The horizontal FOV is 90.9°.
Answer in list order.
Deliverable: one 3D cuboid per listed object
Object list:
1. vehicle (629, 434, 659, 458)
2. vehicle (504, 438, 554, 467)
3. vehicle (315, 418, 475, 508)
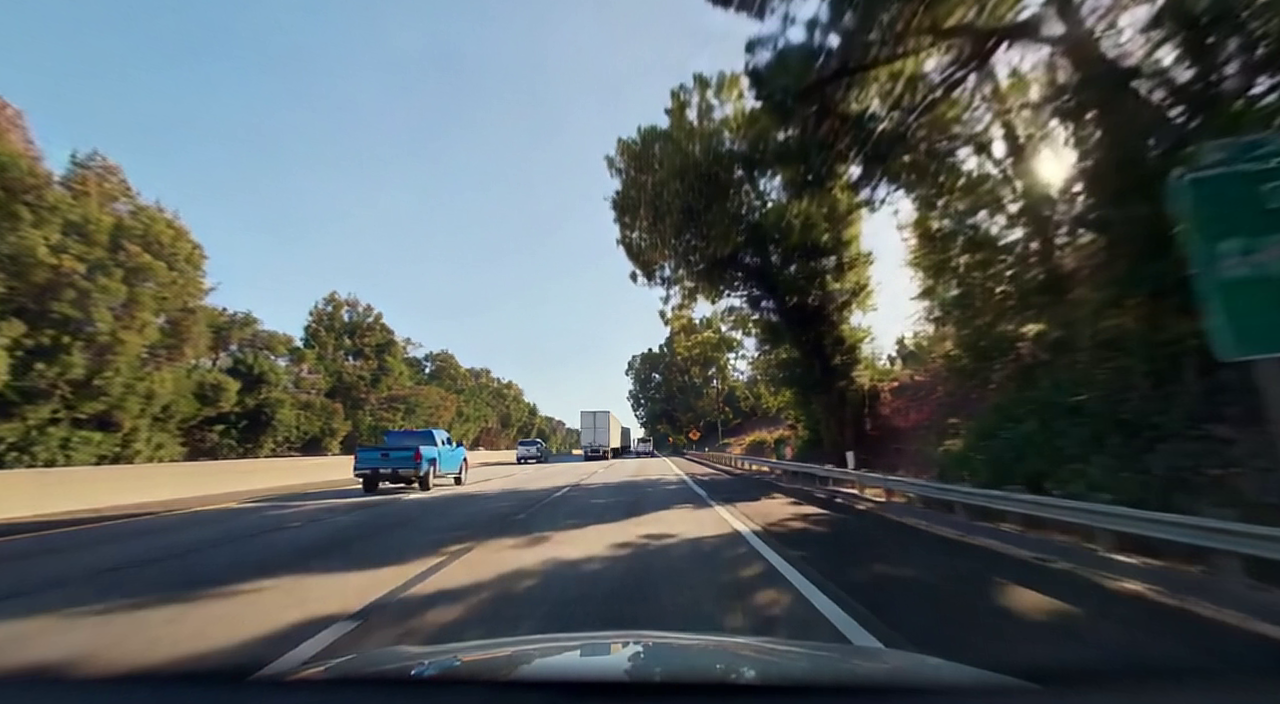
[{"bbox_3d":[0.264,6.874,46.158,2.072,1.630,4.529,0,-8,0],"label":"vehicle"},{"bbox_3d":[-7.210,6.572,41.588,2.258,1.785,5.318,0,-8,1],"label":"vehicle"},{"bbox_3d":[-5.783,2.689,15.686,2.149,1.884,4.627,0,-8,-1],"label":"vehicle"}]
